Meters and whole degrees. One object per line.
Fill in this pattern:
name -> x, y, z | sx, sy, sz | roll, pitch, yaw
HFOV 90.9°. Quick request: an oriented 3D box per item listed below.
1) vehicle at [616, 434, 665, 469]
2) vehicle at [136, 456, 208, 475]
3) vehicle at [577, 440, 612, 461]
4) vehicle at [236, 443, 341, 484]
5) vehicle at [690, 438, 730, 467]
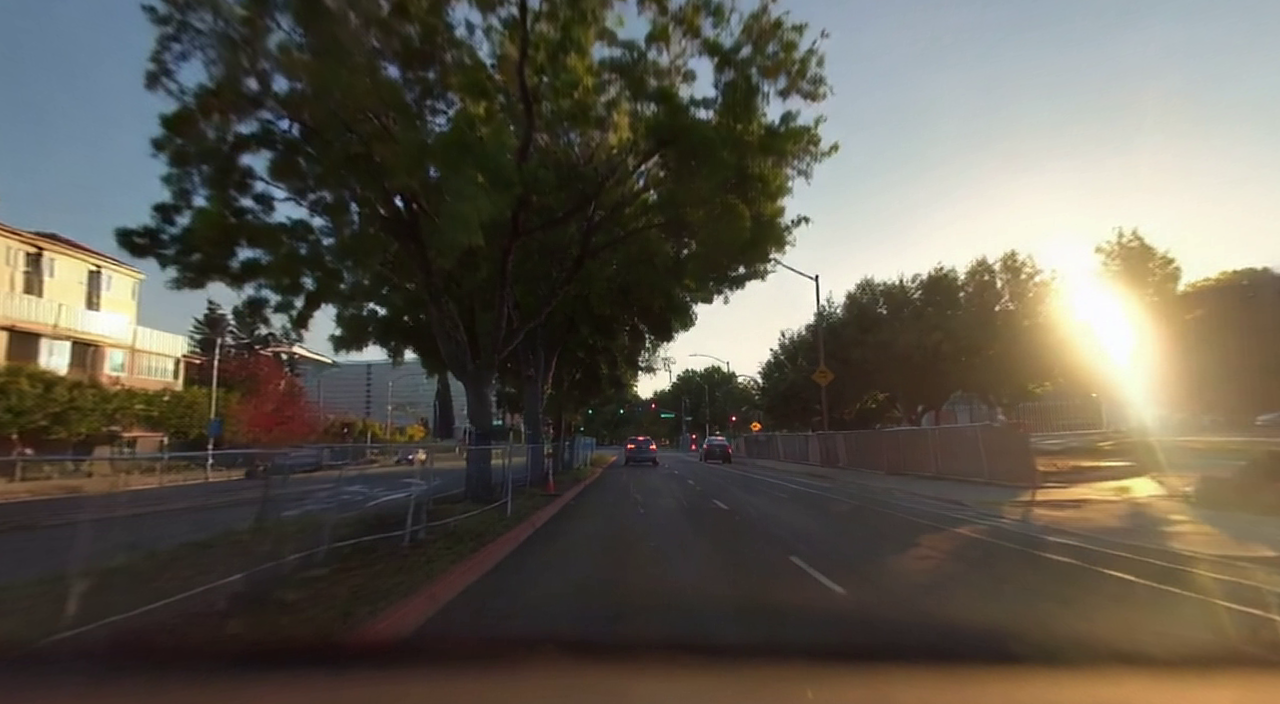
vehicle -> 0.122, 5.242, 33.358 | 2.000, 1.671, 4.276 | -1, -8, 8
vehicle -> -37.042, 8.989, 49.902 | 4.335, 1.426, 1.719 | -1, -8, 2
vehicle -> -3.270, 7.186, 46.223 | 2.189, 1.441, 4.350 | 0, -8, 0
vehicle -> -14.492, 4.576, 26.288 | 1.868, 1.528, 4.317 | 0, -8, 0
vehicle -> 3.757, 5.392, 33.973 | 1.974, 1.490, 4.231 | -1, -8, 6
